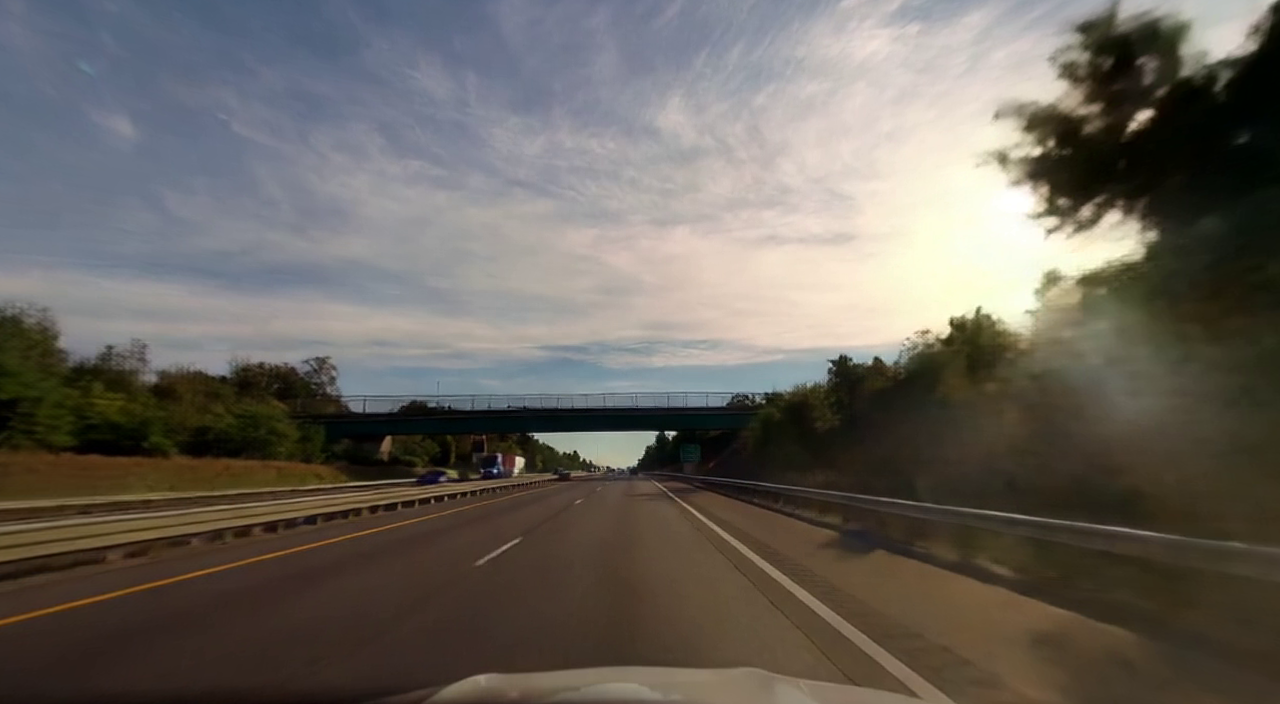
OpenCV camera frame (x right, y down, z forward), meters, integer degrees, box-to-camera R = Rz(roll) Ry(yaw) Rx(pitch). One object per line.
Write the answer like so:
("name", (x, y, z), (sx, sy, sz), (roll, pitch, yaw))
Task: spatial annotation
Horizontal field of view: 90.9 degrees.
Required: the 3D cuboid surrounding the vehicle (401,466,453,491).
("vehicle", (-12.469, 7.409, 37.114), (1.800, 1.381, 3.703), (1, -10, -1))
